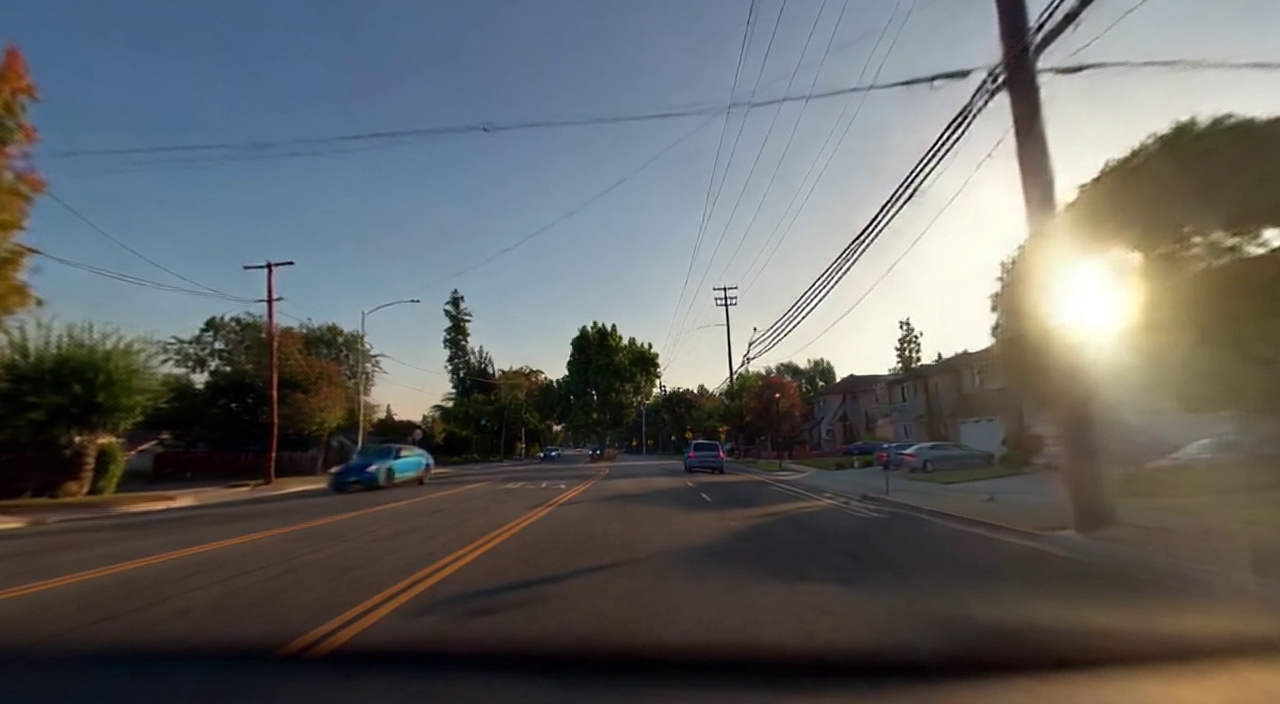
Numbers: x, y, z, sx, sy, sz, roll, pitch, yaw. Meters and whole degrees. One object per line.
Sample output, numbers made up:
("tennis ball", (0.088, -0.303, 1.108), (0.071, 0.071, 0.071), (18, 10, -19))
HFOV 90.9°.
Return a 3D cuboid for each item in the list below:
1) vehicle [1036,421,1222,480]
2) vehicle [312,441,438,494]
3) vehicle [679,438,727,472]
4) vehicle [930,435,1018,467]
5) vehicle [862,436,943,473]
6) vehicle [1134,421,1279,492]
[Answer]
("vehicle", (16.442, 3.354, 21.437), (4.329, 1.682, 2.240), (-3, -9, 2))
("vehicle", (-8.924, 3.916, 21.737), (2.179, 1.613, 4.516), (-1, -9, 3))
("vehicle", (3.583, 5.986, 36.877), (2.144, 1.843, 4.827), (0, -9, -2))
("vehicle", (16.065, 4.798, 30.600), (1.747, 1.405, 4.372), (0, -9, -2))
("vehicle", (12.359, 4.847, 30.044), (1.970, 1.561, 4.725), (-1, -9, 3))
("vehicle", (15.221, 2.535, 15.658), (4.135, 1.558, 1.929), (-2, -8, 2))
